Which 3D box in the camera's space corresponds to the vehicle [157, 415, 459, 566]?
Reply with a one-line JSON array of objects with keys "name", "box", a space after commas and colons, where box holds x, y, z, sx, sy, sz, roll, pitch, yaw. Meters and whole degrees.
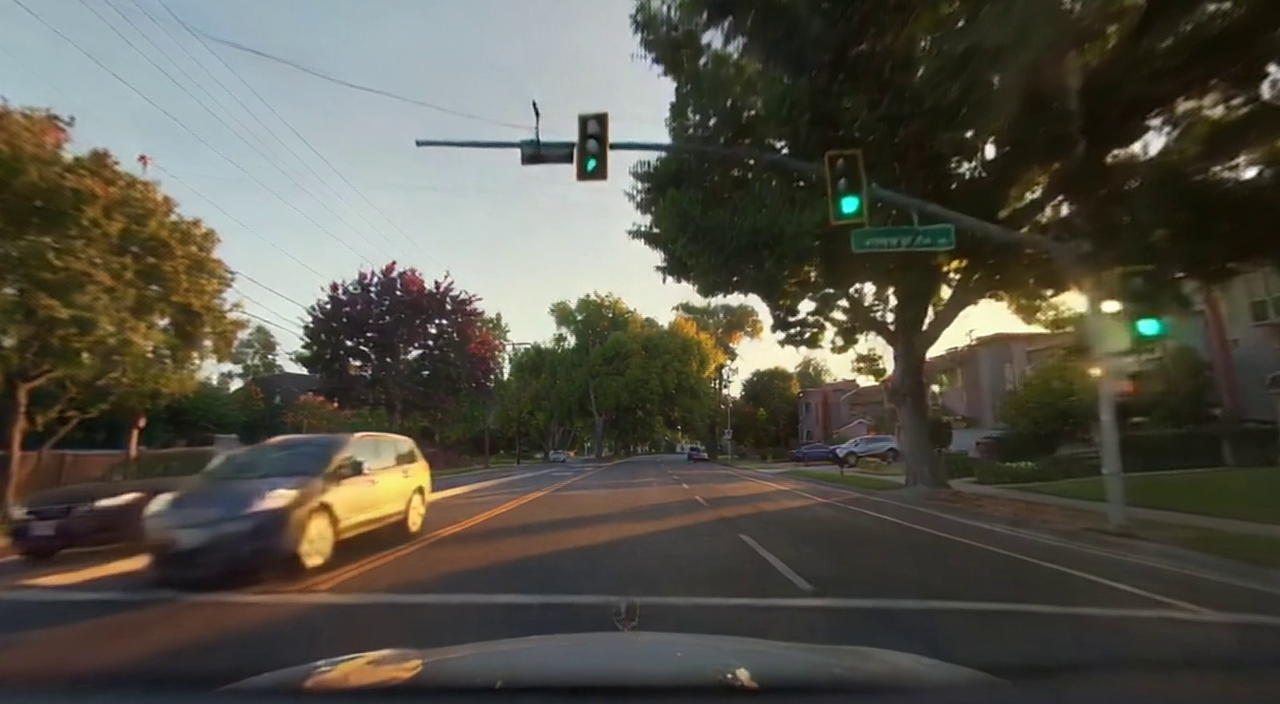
[{"name": "vehicle", "box": [-4.505, 1.936, 9.622, 2.095, 1.731, 4.462, 0, -8, 1]}]

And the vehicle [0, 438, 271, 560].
[{"name": "vehicle", "box": [-8.437, 2.286, 10.613, 1.925, 1.615, 4.085, 0, -8, 1]}]

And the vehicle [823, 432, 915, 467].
[{"name": "vehicle", "box": [13.538, 5.764, 37.575, 4.711, 1.979, 2.019, 0, -9, 4]}]
